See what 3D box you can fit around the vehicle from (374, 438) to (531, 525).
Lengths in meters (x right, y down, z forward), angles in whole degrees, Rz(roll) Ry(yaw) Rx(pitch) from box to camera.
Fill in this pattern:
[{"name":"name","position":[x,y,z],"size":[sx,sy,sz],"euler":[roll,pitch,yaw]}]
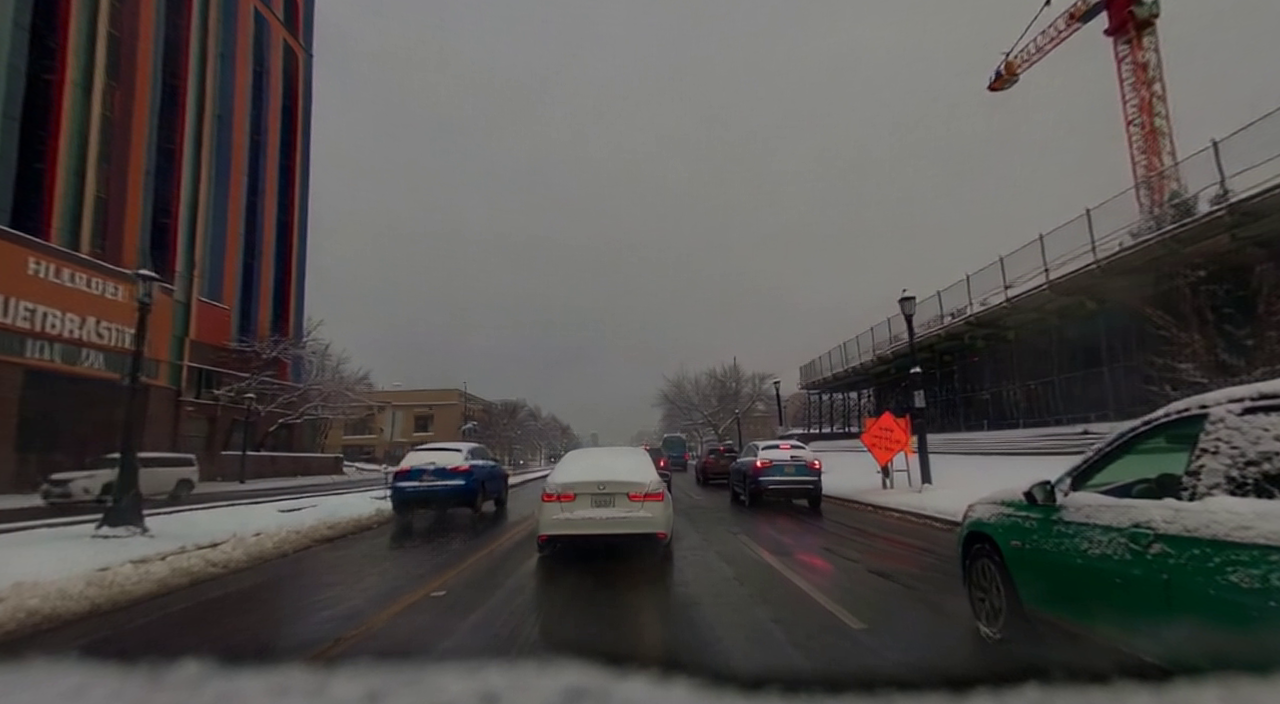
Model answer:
[{"name":"vehicle","position":[-4.089,2.885,14.707],"size":[2.201,1.691,4.305],"euler":[0,-9,2]}]

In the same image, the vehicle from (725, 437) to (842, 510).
[{"name":"vehicle","position":[3.956,3.430,18.385],"size":[2.185,1.797,4.934],"euler":[0,-9,-1]}]

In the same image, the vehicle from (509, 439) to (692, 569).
[{"name":"vehicle","position":[-0.432,2.092,9.524],"size":[2.131,1.496,4.193],"euler":[0,-8,1]}]

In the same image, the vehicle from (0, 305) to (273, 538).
[{"name":"vehicle","position":[-9.116,1.310,11.469],"size":[2.592,3.548,3.414],"euler":[-2,-9,3]}]

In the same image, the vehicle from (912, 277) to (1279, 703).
[{"name":"vehicle","position":[3.429,0.784,2.761],"size":[2.182,1.954,5.341],"euler":[0,-9,1]}]
